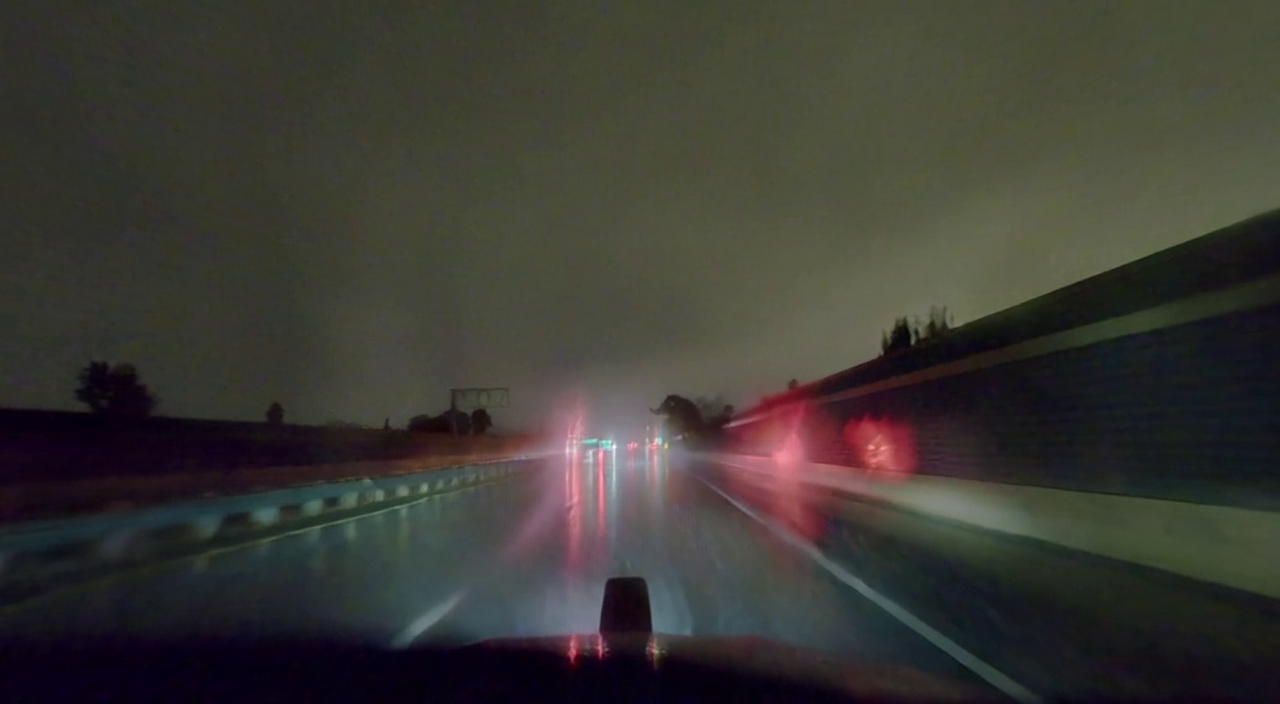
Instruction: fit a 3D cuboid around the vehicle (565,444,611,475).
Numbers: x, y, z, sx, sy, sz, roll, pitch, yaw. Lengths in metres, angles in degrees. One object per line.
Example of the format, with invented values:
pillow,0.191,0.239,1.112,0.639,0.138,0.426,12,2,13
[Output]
vehicle,-2.628,5.564,32.855,2.050,1.530,4.144,0,-8,0
